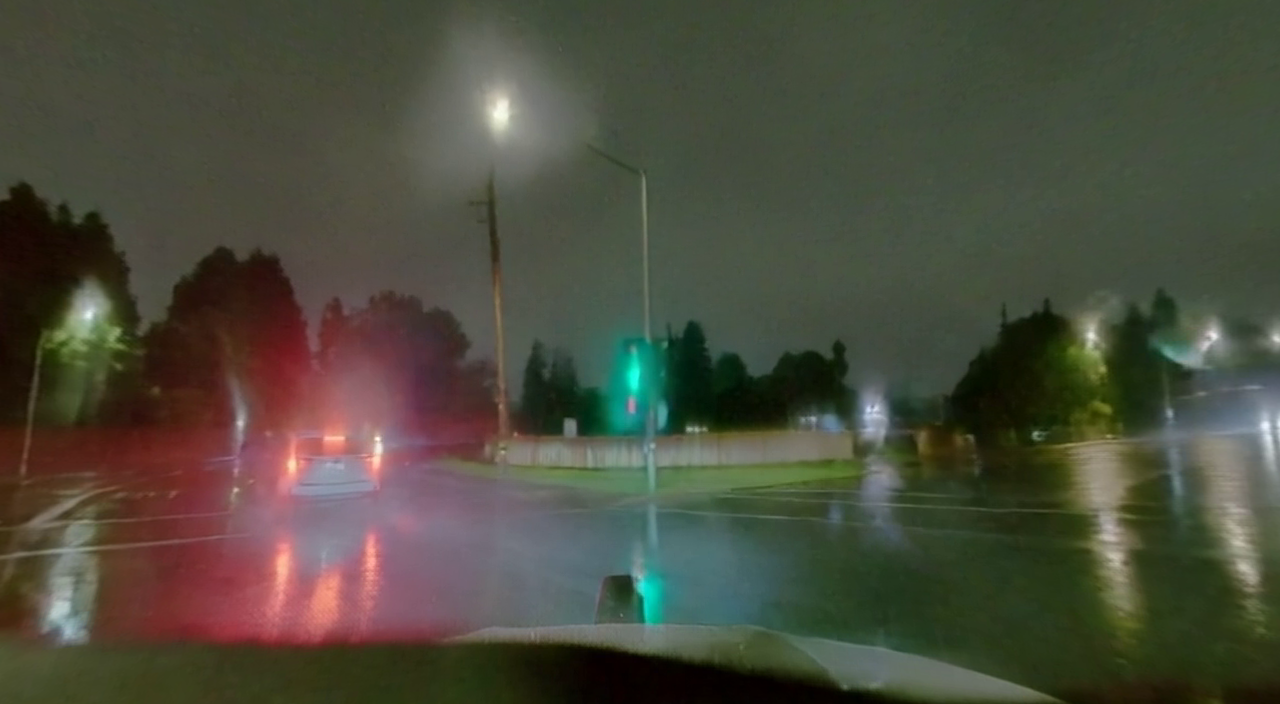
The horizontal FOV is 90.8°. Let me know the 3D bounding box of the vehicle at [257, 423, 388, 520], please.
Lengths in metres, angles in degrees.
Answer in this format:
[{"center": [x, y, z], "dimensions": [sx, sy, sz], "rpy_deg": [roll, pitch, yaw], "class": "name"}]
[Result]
[{"center": [-7.320, 2.633, 14.637], "dimensions": [2.230, 1.827, 4.580], "rpy_deg": [4, -9, -27], "class": "vehicle"}]
